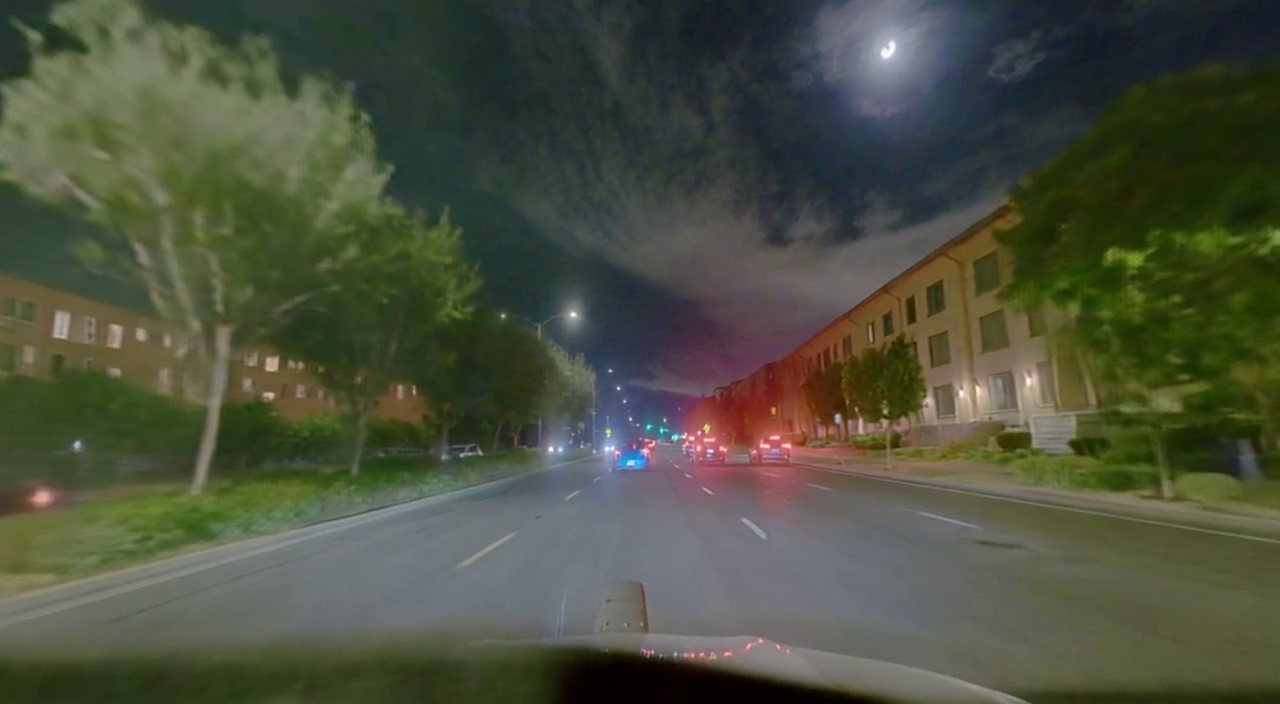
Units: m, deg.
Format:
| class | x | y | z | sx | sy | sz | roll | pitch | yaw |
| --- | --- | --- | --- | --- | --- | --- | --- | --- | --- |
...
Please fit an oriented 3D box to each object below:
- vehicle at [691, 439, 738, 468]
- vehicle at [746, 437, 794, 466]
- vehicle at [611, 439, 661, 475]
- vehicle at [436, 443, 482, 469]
| class | x | y | z | sx | sy | sz | roll | pitch | yaw |
| --- | --- | --- | --- | --- | --- | --- | --- | --- | --- |
| vehicle | 4.085 | 5.637 | 35.117 | 2.067 | 1.514 | 4.188 | 0 | -8 | 0 |
| vehicle | 7.888 | 6.071 | 38.565 | 1.972 | 1.700 | 4.269 | 0 | -8 | 0 |
| vehicle | -0.139 | 4.787 | 28.958 | 2.102 | 1.481 | 3.907 | 0 | -8 | 1 |
| vehicle | -13.471 | 7.760 | 47.265 | 2.019 | 1.778 | 4.593 | 0 | -8 | 1 |
